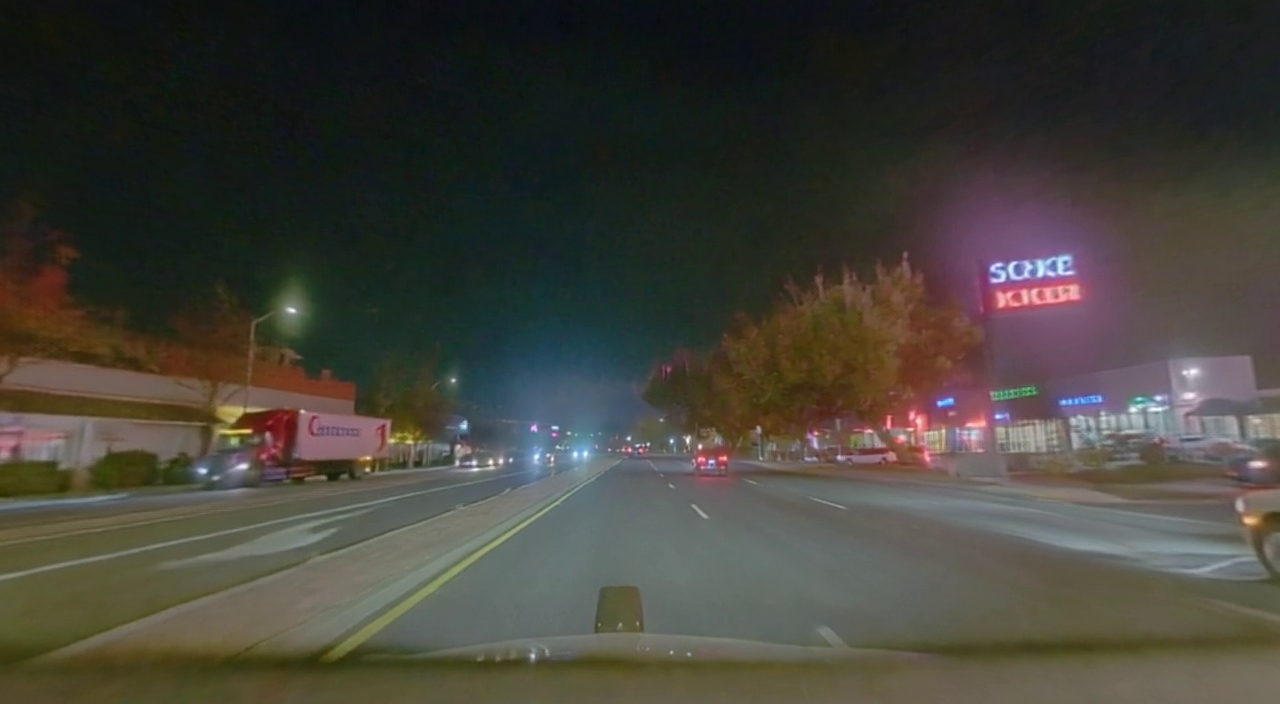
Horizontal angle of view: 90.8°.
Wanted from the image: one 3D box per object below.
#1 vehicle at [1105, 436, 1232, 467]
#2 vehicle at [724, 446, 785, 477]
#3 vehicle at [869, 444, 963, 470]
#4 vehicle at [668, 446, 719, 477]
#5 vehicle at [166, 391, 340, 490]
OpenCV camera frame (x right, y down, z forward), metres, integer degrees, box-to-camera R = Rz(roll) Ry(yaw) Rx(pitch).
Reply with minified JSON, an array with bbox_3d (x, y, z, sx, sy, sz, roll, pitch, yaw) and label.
[{"bbox_3d":[36.145,6.839,43.445,2.545,1.938,5.985,4,-10,-28],"label":"vehicle"},{"bbox_3d":[5.885,5.677,33.148,2.150,1.485,4.919,0,-9,-2],"label":"vehicle"},{"bbox_3d":[16.637,6.341,38.284,4.679,1.448,2.178,0,-9,-4],"label":"vehicle"},{"bbox_3d":[2.681,5.594,32.514,2.099,1.463,4.365,0,-9,-2],"label":"vehicle"},{"bbox_3d":[-19.094,4.541,32.238,3.008,4.297,9.041,0,-9,0],"label":"vehicle"}]
